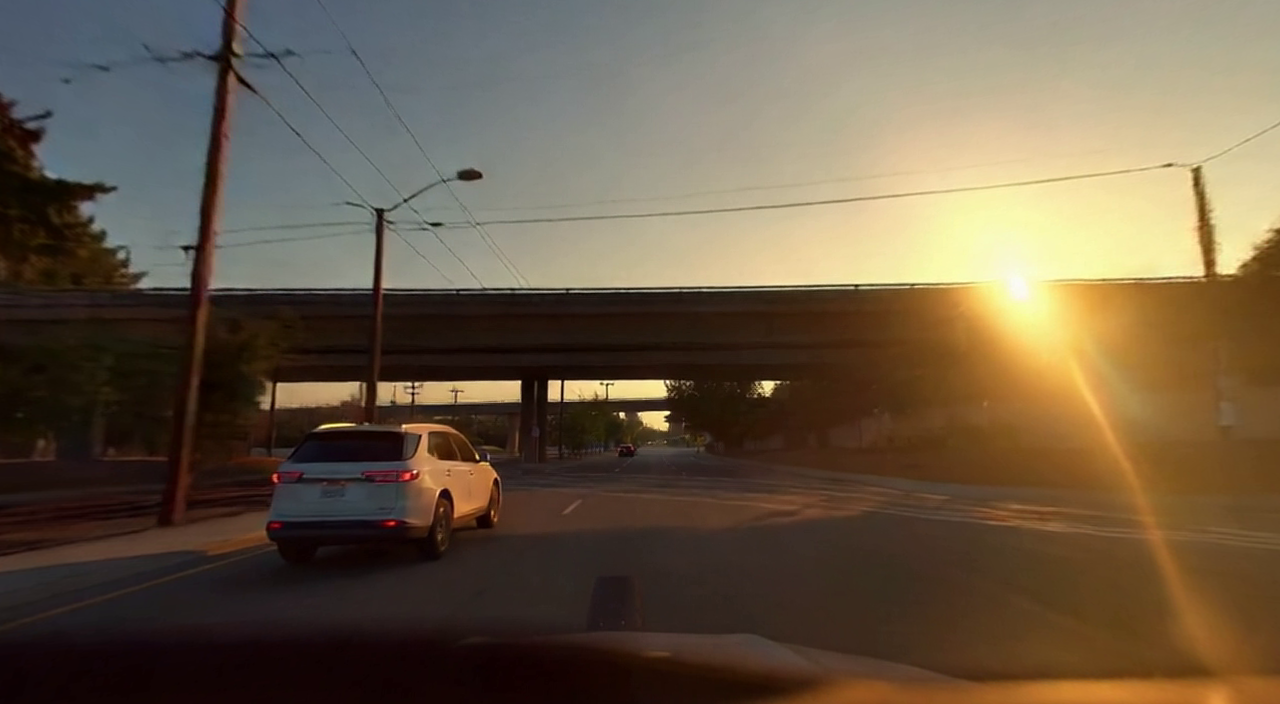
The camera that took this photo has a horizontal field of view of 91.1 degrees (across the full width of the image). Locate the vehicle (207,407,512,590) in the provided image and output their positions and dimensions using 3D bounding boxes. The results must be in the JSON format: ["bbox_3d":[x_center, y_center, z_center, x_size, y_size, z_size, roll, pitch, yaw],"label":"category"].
[{"bbox_3d":[-3.093,1.702,8.139,1.882,1.704,4.335,0,-8,1],"label":"vehicle"}]
